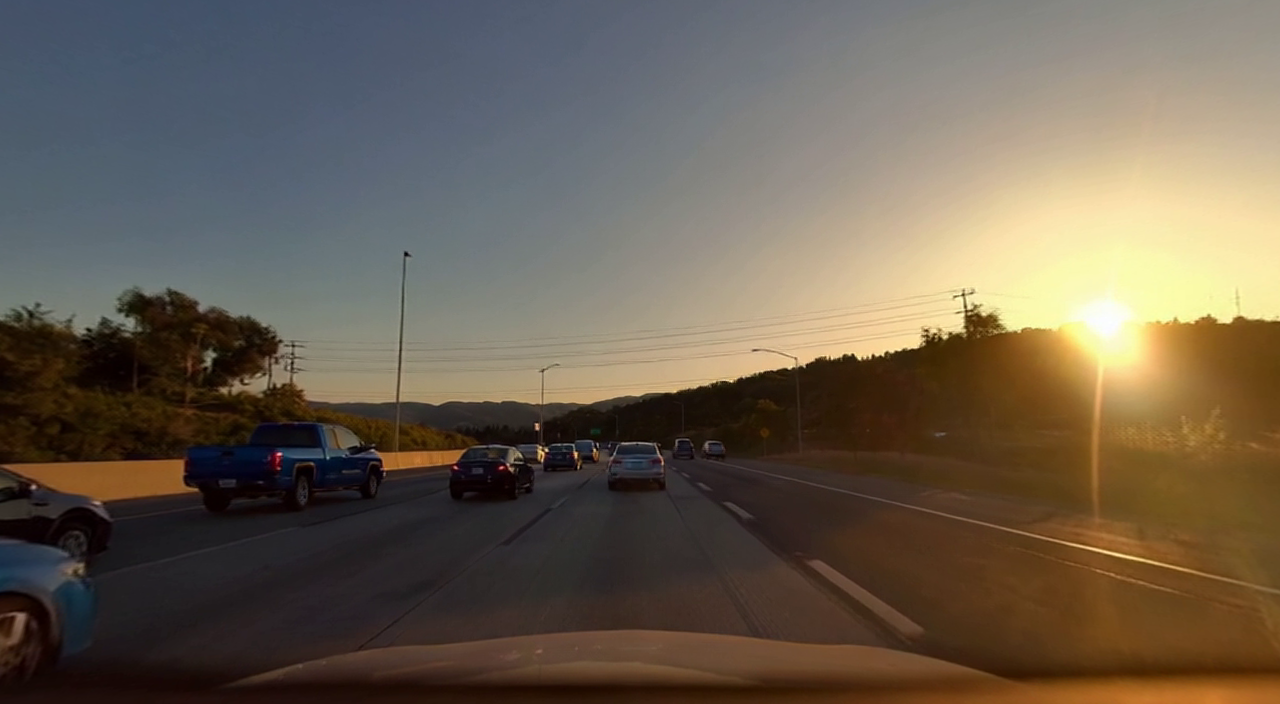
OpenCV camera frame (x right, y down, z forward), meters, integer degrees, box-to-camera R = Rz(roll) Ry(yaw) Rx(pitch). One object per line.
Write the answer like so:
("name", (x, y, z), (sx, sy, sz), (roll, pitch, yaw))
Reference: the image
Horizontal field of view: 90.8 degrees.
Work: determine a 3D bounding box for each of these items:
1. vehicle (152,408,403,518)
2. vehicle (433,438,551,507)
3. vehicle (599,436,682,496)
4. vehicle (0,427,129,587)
("vehicle", (-7.512, 2.388, 14.100), (2.194, 1.922, 5.637), (0, -8, 1))
("vehicle", (-3.442, 2.869, 15.539), (1.899, 1.437, 4.131), (0, -8, 0))
("vehicle", (-0.021, 3.214, 18.274), (2.102, 1.499, 4.439), (0, -8, -1))
("vehicle", (-6.876, 1.297, 4.881), (1.900, 1.461, 4.706), (0, -8, 0))
